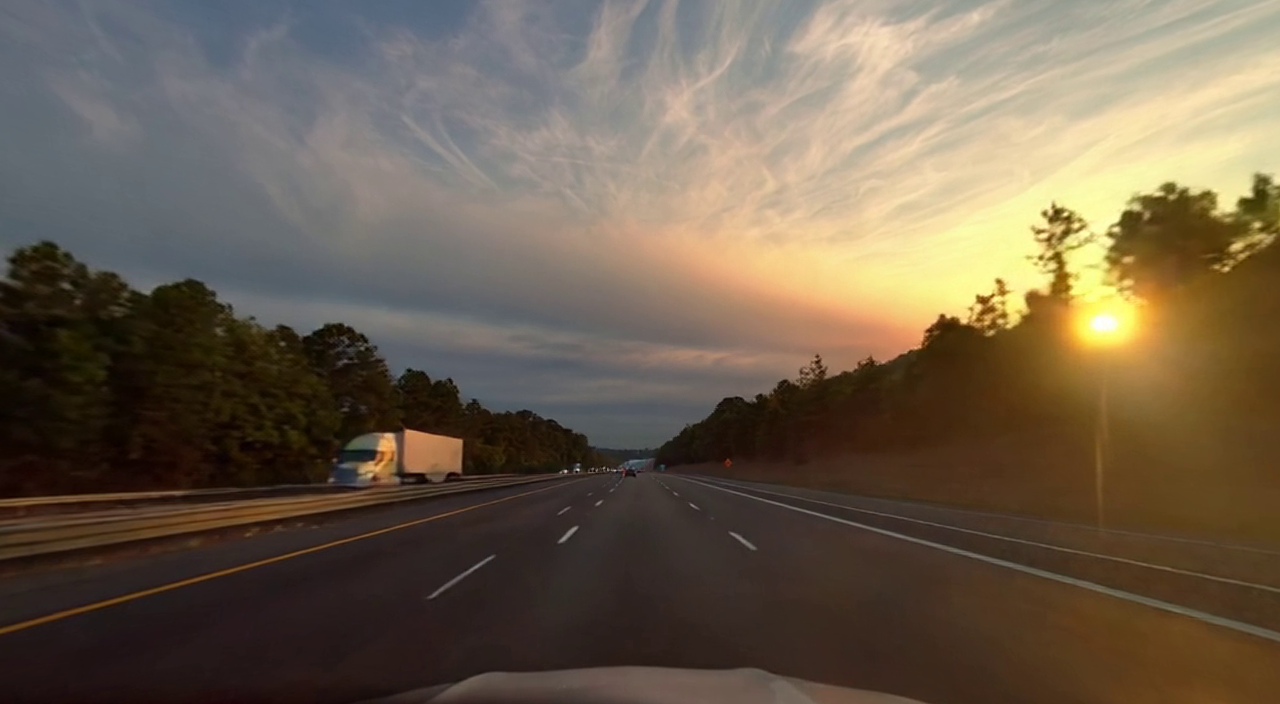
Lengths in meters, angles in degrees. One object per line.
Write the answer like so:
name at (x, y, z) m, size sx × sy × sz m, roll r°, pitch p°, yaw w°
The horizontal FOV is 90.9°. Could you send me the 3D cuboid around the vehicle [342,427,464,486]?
vehicle at (-16.618, 7.778, 46.034) m, size 3.250 × 3.556 × 14.302 m, roll 1°, pitch -11°, yaw 0°
